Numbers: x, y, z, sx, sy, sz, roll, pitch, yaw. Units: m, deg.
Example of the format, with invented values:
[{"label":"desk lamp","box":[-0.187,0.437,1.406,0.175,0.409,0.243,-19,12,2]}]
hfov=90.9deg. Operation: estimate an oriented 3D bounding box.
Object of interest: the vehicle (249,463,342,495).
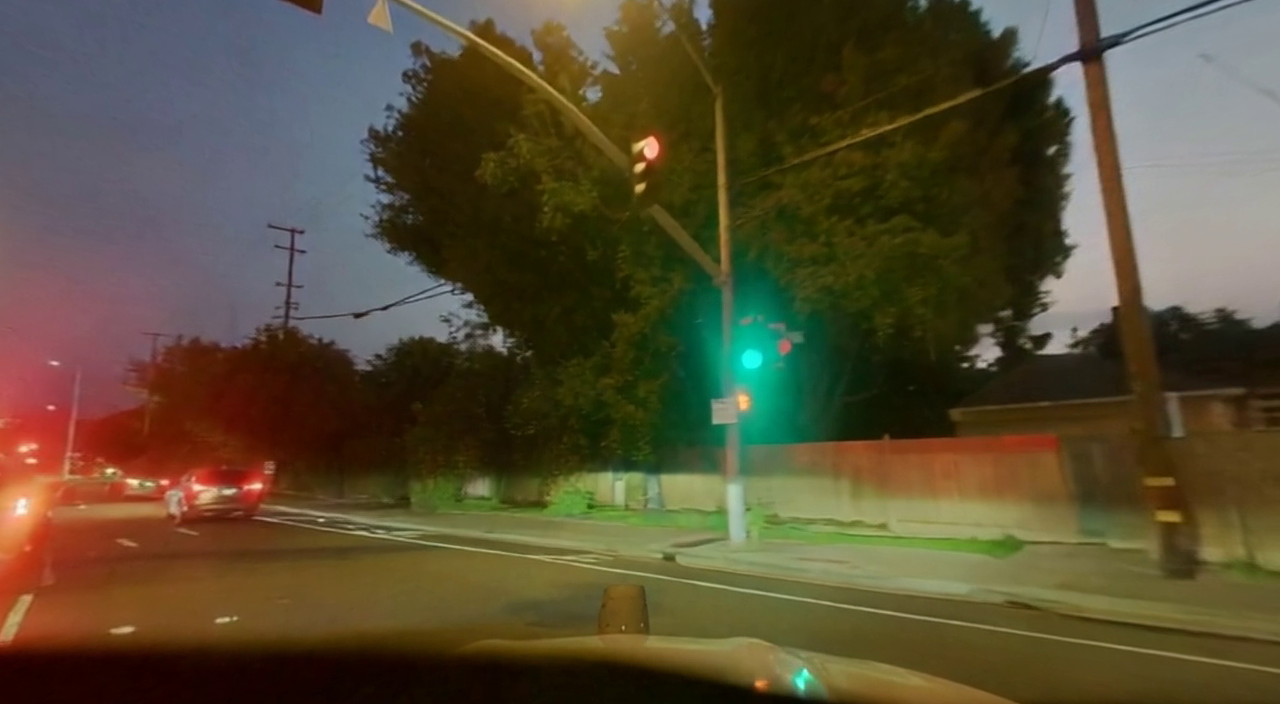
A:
[{"label":"vehicle","box":[-22.244,8.187,40.850,1.938,1.754,4.839,-7,-11,36]}]

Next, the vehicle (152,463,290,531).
[{"label":"vehicle","box":[-11.827,3.936,17.656,4.512,1.506,2.078,-8,-11,42]}]

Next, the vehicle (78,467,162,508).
[{"label":"vehicle","box":[-22.520,5.783,27.237,4.343,1.492,2.063,-8,-11,42]}]
